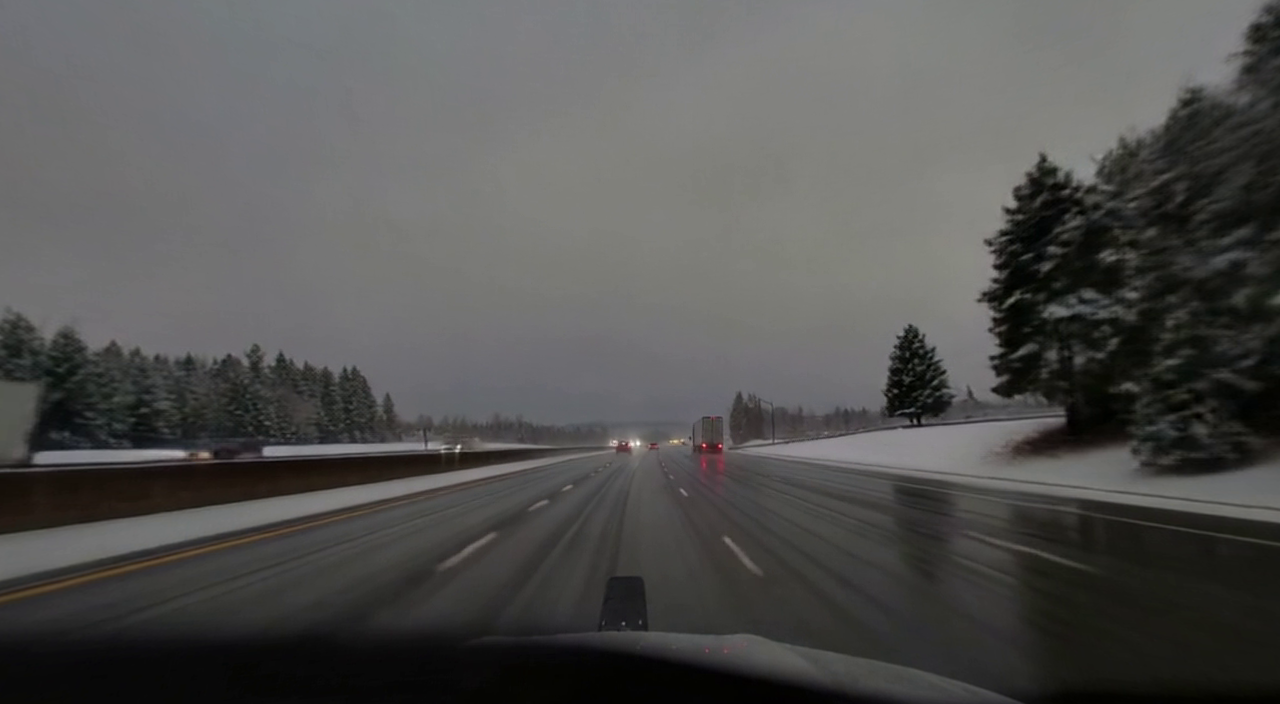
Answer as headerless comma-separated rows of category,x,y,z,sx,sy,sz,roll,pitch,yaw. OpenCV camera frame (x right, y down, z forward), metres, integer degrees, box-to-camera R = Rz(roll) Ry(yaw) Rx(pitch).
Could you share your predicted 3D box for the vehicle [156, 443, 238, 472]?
vehicle,-27.805,6.621,39.753,1.887,1.670,4.386,-1,-8,1
